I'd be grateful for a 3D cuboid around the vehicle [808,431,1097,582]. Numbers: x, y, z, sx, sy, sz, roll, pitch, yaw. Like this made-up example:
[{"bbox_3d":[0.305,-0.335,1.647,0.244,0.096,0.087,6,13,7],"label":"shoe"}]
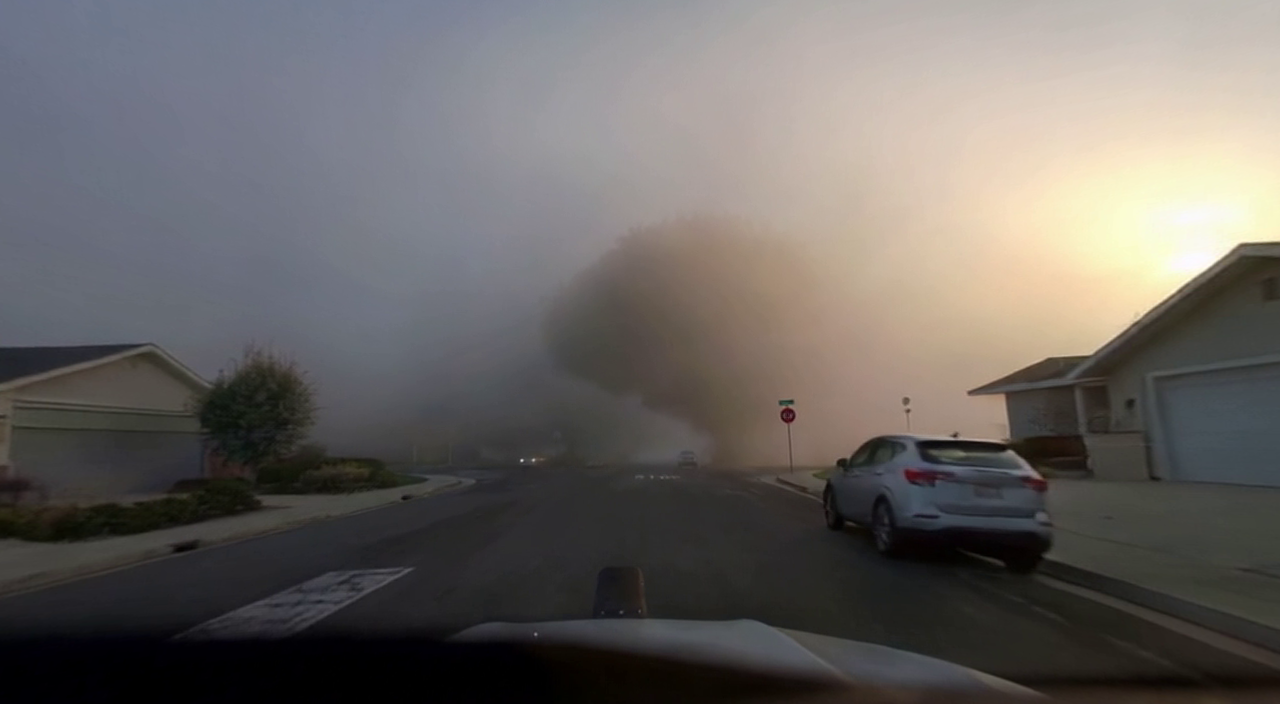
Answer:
[{"bbox_3d":[3.771,1.906,8.602,1.975,1.528,4.000,0,-9,2],"label":"vehicle"}]
